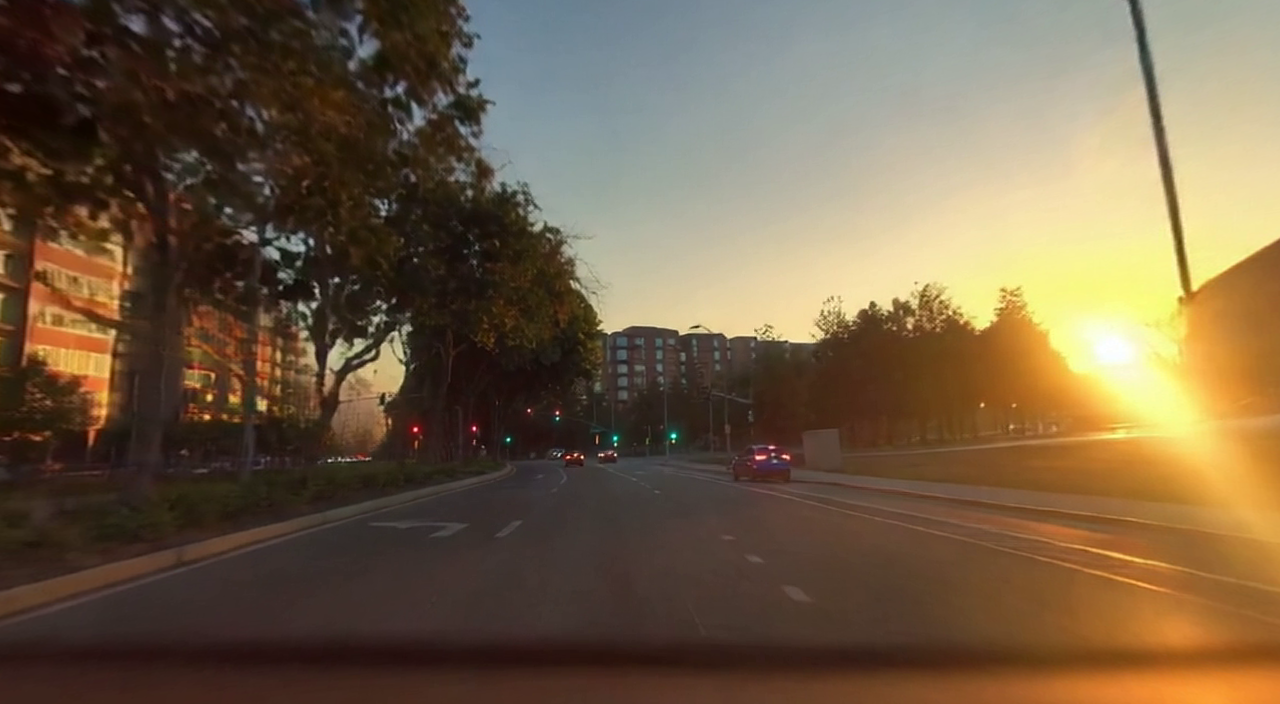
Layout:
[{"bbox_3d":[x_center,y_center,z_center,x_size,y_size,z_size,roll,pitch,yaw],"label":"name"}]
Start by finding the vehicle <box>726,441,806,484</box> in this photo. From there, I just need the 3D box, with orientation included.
[{"bbox_3d":[5.240,4.684,27.064,2.042,1.635,4.858,1,-9,-5],"label":"vehicle"}]
